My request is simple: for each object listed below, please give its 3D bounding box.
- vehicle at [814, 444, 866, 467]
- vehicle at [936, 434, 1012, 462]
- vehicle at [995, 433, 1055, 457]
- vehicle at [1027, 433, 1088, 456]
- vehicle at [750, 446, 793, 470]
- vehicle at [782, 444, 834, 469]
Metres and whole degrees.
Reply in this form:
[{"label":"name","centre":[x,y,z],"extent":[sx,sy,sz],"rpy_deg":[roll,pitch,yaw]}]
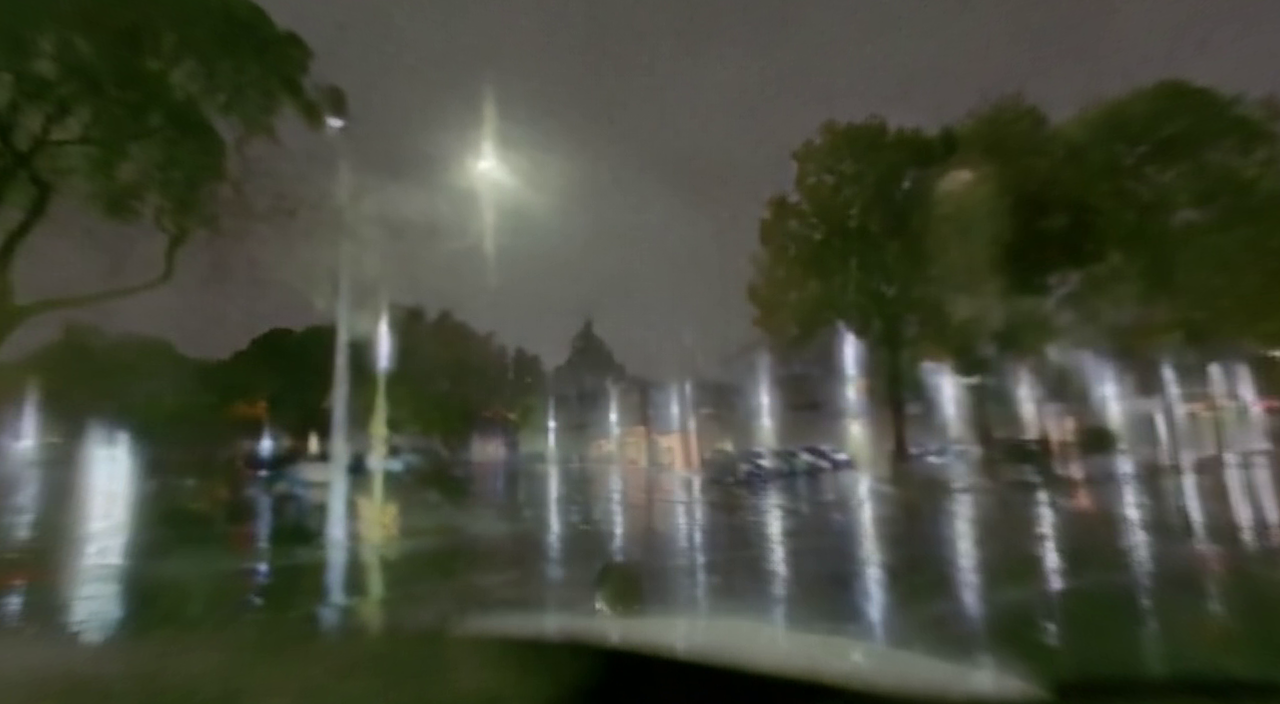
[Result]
[{"label":"vehicle","centre":[14.015,7.260,44.552],"extent":[2.102,1.541,4.416],"rpy_deg":[0,-8,-1]},{"label":"vehicle","centre":[22.188,6.424,42.265],"extent":[2.112,1.719,5.483],"rpy_deg":[0,-8,0]},{"label":"vehicle","centre":[27.769,6.770,45.717],"extent":[1.858,1.485,3.786],"rpy_deg":[-2,-11,0]},{"label":"vehicle","centre":[30.612,6.835,46.425],"extent":[1.856,1.463,3.746],"rpy_deg":[-2,-10,0]},{"label":"vehicle","centre":[8.613,6.977,41.756],"extent":[2.130,1.458,4.157],"rpy_deg":[-1,-9,3]},{"label":"vehicle","centre":[11.056,6.903,41.992],"extent":[2.121,1.541,5.124],"rpy_deg":[0,-8,1]}]
